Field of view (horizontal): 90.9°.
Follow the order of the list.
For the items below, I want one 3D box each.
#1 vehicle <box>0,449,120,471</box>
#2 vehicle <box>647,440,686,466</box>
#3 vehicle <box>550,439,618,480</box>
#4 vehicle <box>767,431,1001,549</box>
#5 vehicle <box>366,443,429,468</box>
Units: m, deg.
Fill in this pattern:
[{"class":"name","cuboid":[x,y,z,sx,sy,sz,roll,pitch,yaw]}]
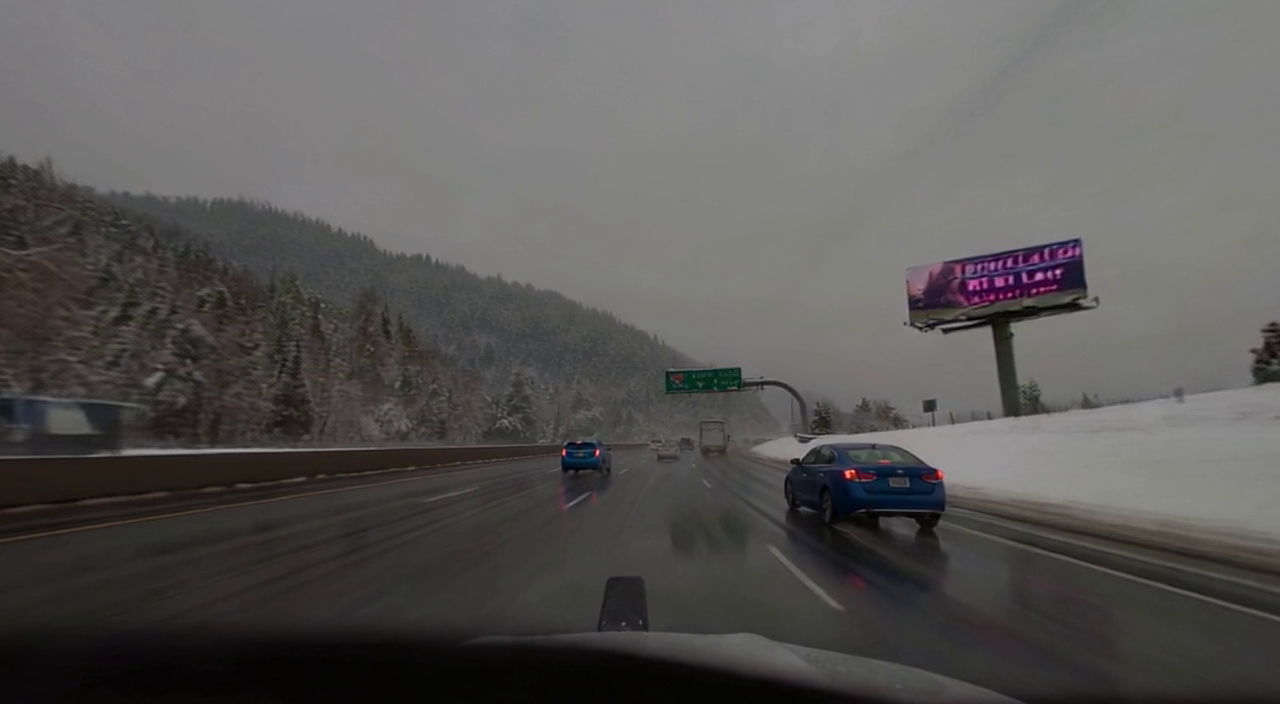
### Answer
[{"class":"vehicle","cuboid":[-31.648,5.357,31.340,2.779,0.963,9.612,-1,-8,7]},{"class":"vehicle","cuboid":[1.671,6.128,38.449,2.202,1.467,3.929,-1,-8,4]},{"class":"vehicle","cuboid":[-2.142,4.299,25.575,2.031,1.491,4.792,-1,-8,3]},{"class":"vehicle","cuboid":[3.508,2.056,10.133,2.013,1.464,4.317,0,-8,0]},{"class":"vehicle","cuboid":[-15.304,6.535,40.032,1.976,1.471,4.337,-1,-8,4]}]
